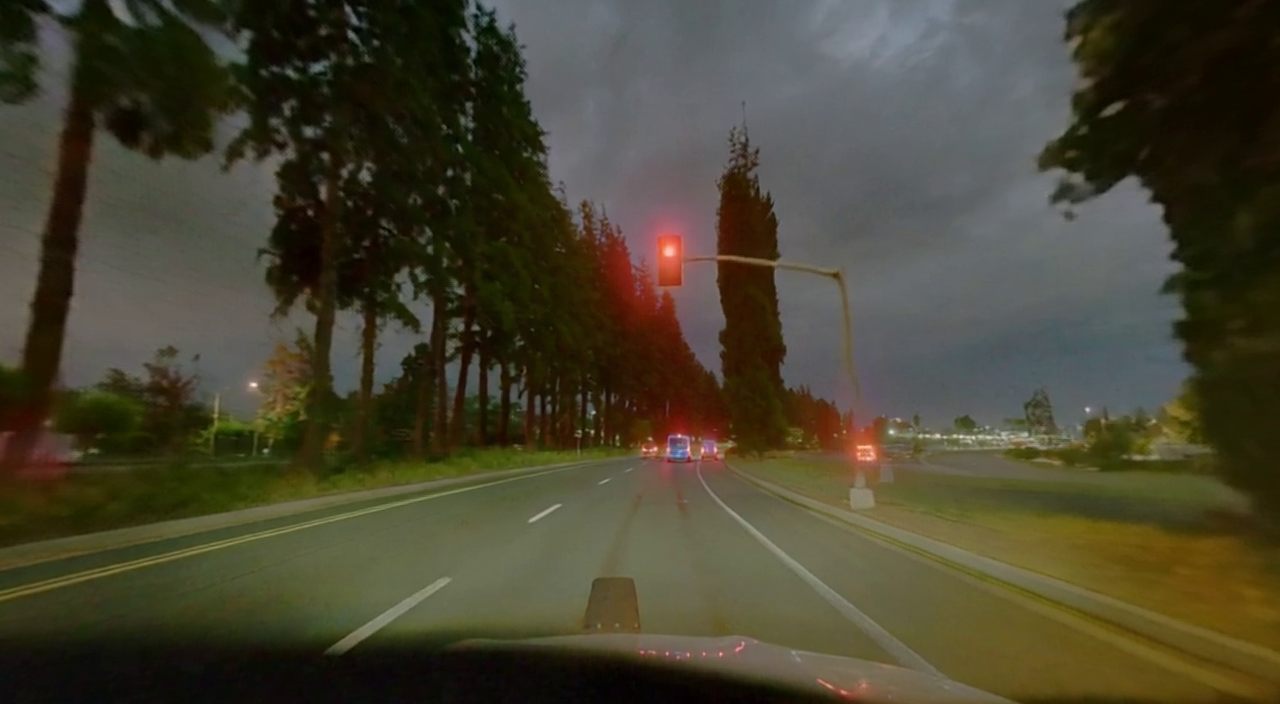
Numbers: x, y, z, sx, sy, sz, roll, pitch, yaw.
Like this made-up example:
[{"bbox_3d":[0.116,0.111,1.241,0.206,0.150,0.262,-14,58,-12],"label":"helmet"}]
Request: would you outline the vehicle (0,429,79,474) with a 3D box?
[{"bbox_3d":[-43.710,6.919,43.941,2.231,3.026,6.377,-4,-9,26],"label":"vehicle"}]
